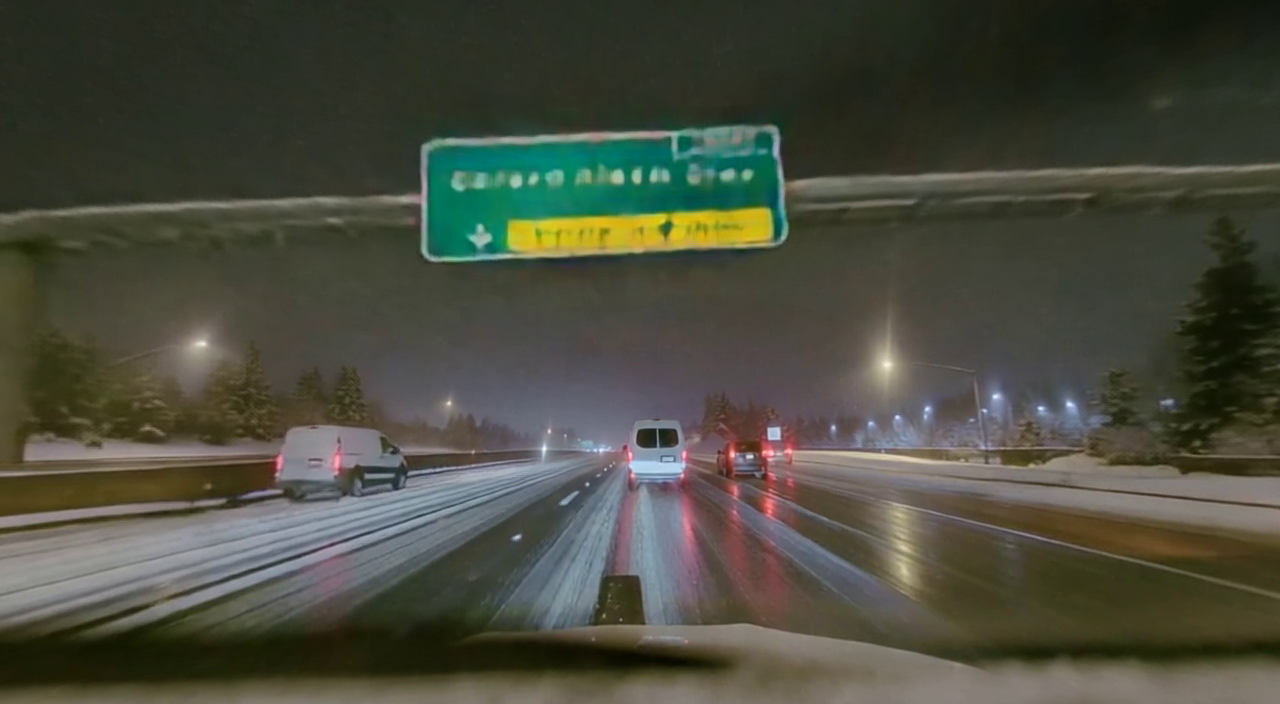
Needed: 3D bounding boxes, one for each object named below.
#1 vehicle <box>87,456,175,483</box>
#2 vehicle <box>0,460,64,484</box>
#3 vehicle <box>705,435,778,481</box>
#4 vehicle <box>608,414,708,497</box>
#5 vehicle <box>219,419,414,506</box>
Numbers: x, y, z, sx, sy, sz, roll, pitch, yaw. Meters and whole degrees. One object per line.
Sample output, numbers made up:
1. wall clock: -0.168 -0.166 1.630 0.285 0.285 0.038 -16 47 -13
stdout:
1. vehicle: -32.209 7.407 40.025 1.804 1.504 4.468 0 -9 1
2. vehicle: -44.965 8.675 45.727 1.805 1.525 4.591 0 -9 0
3. vehicle: 3.961 4.223 25.319 2.146 1.678 4.489 0 -9 -1
4. vehicle: 0.427 2.958 18.279 2.509 2.062 4.639 0 -9 -1
5. vehicle: -7.652 2.675 15.652 2.192 1.776 4.957 0 -9 0
